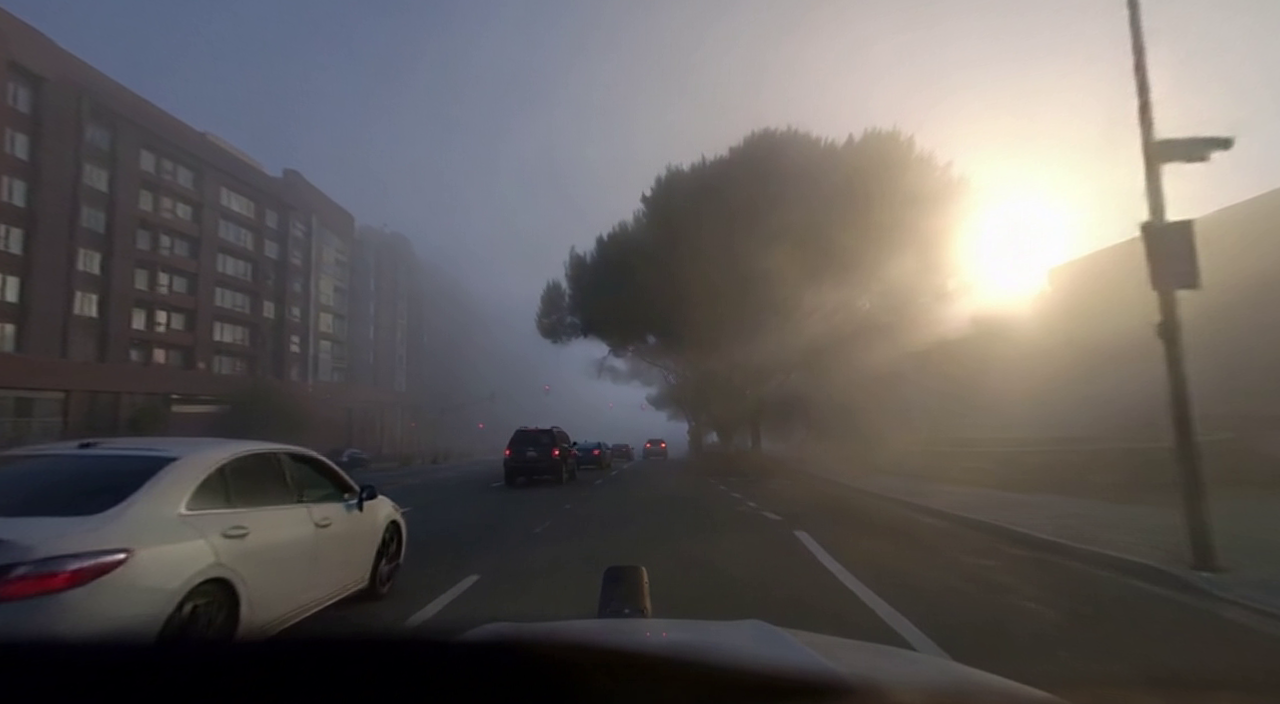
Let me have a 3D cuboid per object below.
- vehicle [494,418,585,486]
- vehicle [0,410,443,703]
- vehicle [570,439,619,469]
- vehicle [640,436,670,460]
[{"bbox_3d":[-3.167,3.312,20.972,2.152,1.987,4.527,0,-9,2],"label":"vehicle"},{"bbox_3d":[-2.840,1.156,3.658,1.959,1.406,4.272,0,-9,1],"label":"vehicle"},{"bbox_3d":[-2.384,5.467,33.984,2.246,1.481,4.146,0,-9,1],"label":"vehicle"},{"bbox_3d":[1.108,7.292,47.903,2.194,1.779,3.996,0,-9,1],"label":"vehicle"}]
